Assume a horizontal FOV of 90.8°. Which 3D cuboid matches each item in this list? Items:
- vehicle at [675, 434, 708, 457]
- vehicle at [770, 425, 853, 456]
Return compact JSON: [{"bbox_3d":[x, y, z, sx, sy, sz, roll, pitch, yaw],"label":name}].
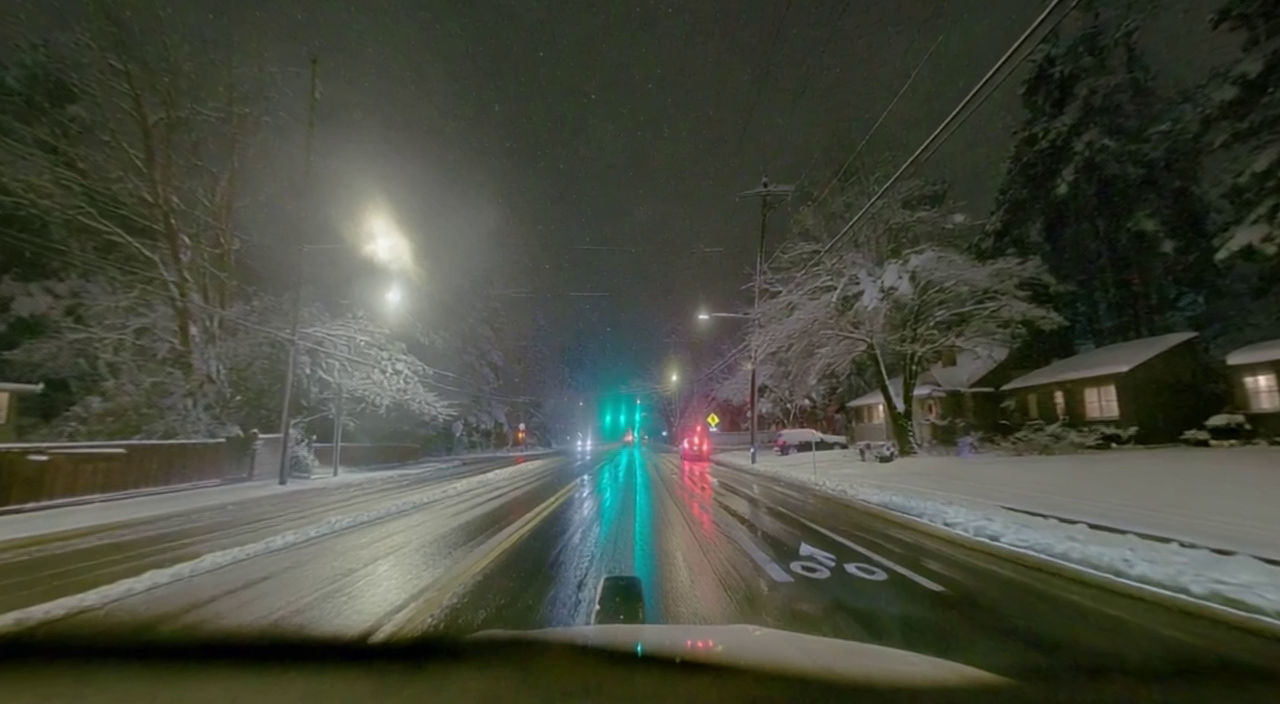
[{"bbox_3d":[3.787,6.999,47.327,1.900,1.661,4.346,0,-8,-2],"label":"vehicle"},{"bbox_3d":[10.202,5.280,37.598,4.434,1.730,2.081,-4,-8,24],"label":"vehicle"}]
